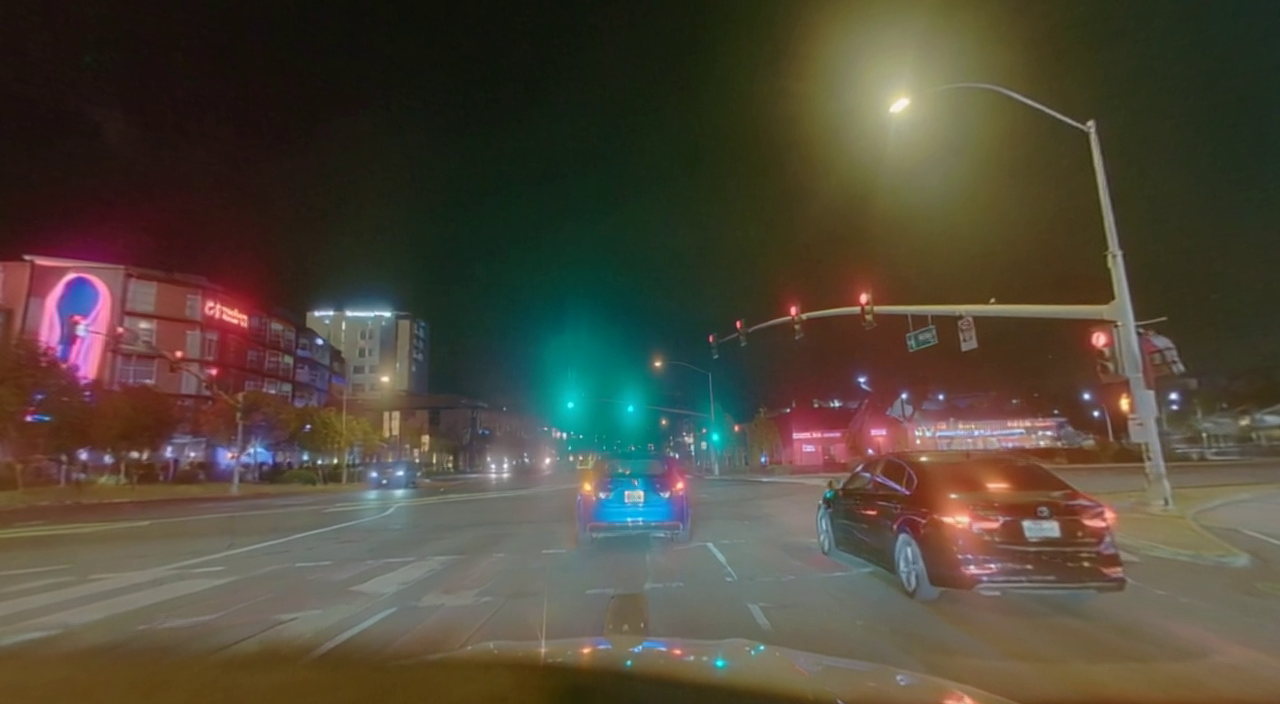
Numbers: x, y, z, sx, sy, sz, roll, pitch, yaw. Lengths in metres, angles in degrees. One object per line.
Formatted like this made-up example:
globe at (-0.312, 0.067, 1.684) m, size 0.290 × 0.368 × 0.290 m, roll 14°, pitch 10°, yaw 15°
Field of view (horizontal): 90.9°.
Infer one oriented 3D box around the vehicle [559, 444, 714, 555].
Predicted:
vehicle at (-0.070, 2.319, 10.647) m, size 2.094 × 1.481 × 4.078 m, roll 0°, pitch -9°, yaw -1°

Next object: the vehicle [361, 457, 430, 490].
vehicle at (-14.713, 7.303, 38.251) m, size 2.126 × 1.782 × 4.880 m, roll 0°, pitch -9°, yaw 1°

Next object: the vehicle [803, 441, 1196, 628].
vehicle at (3.342, 1.729, 7.004) m, size 1.860 × 1.430 × 4.089 m, roll 0°, pitch -9°, yaw -1°
